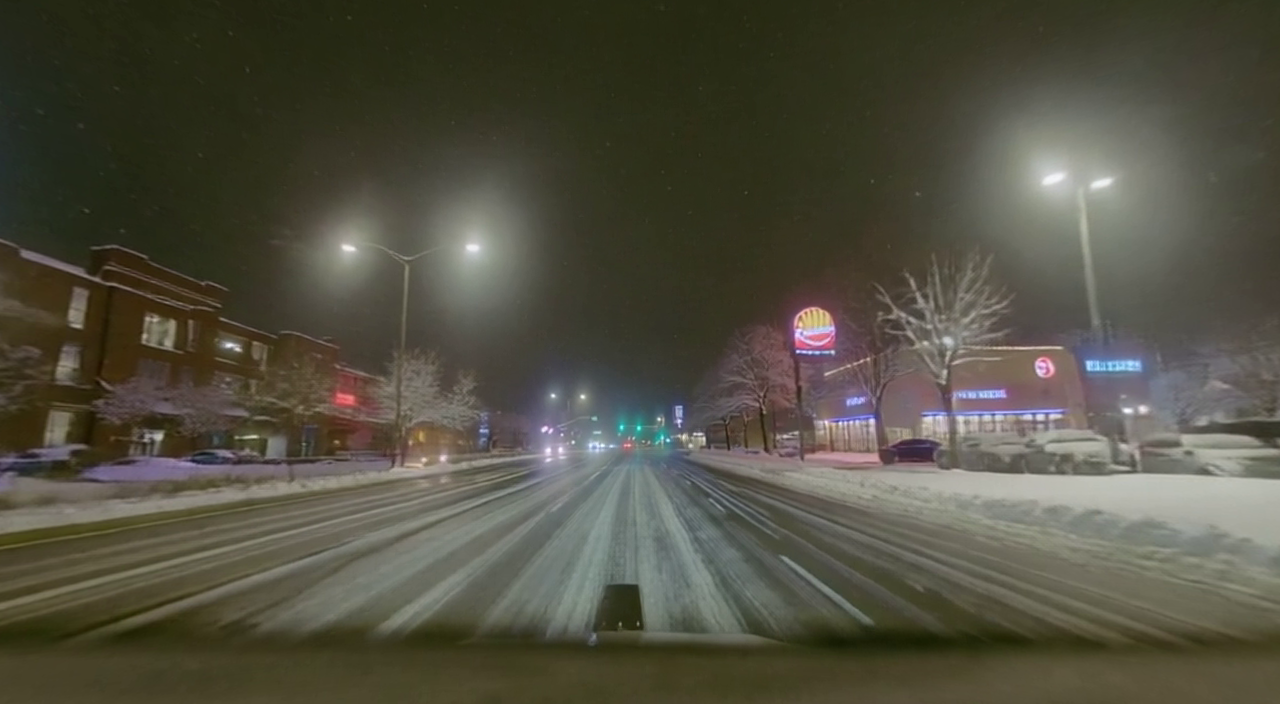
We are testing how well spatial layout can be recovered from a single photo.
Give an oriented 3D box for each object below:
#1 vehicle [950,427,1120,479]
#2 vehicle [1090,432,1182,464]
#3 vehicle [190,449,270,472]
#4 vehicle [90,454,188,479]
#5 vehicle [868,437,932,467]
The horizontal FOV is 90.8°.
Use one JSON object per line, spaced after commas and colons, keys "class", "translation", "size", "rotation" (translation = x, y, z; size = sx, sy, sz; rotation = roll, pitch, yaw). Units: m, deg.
{"class": "vehicle", "translation": [13.371, 3.443, 21.601], "size": [4.386, 1.570, 2.043], "rotation": [-1, -9, -2]}
{"class": "vehicle", "translation": [28.832, 5.609, 36.908], "size": [1.964, 1.781, 4.099], "rotation": [0, -8, 1]}
{"class": "vehicle", "translation": [-30.938, 8.196, 47.776], "size": [4.528, 1.666, 2.077], "rotation": [0, -8, -2]}
{"class": "vehicle", "translation": [-31.213, 7.128, 39.453], "size": [4.593, 1.433, 1.711], "rotation": [0, -8, -1]}
{"class": "vehicle", "translation": [15.327, 5.905, 37.532], "size": [1.881, 1.664, 4.658], "rotation": [0, -8, 1]}
